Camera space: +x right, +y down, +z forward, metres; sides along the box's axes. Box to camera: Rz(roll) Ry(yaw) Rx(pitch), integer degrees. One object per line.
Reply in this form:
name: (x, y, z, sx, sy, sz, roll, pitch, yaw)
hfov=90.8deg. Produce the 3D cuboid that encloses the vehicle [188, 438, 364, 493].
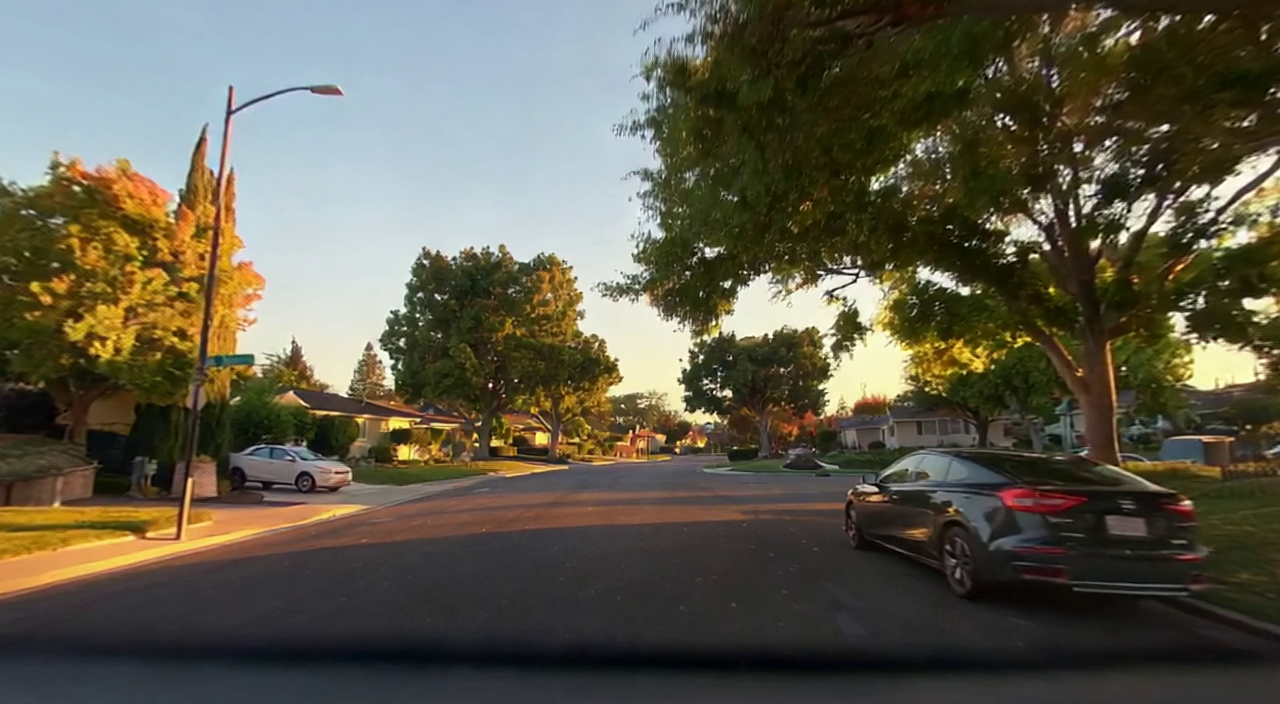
vehicle: (-12.398, 3.858, 21.786, 4.790, 1.627, 2.112, 1, -5, 0)

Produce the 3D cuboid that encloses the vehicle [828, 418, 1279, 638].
vehicle: (3.882, 1.648, 7.047, 2.034, 1.583, 4.707, 0, -9, -1)
